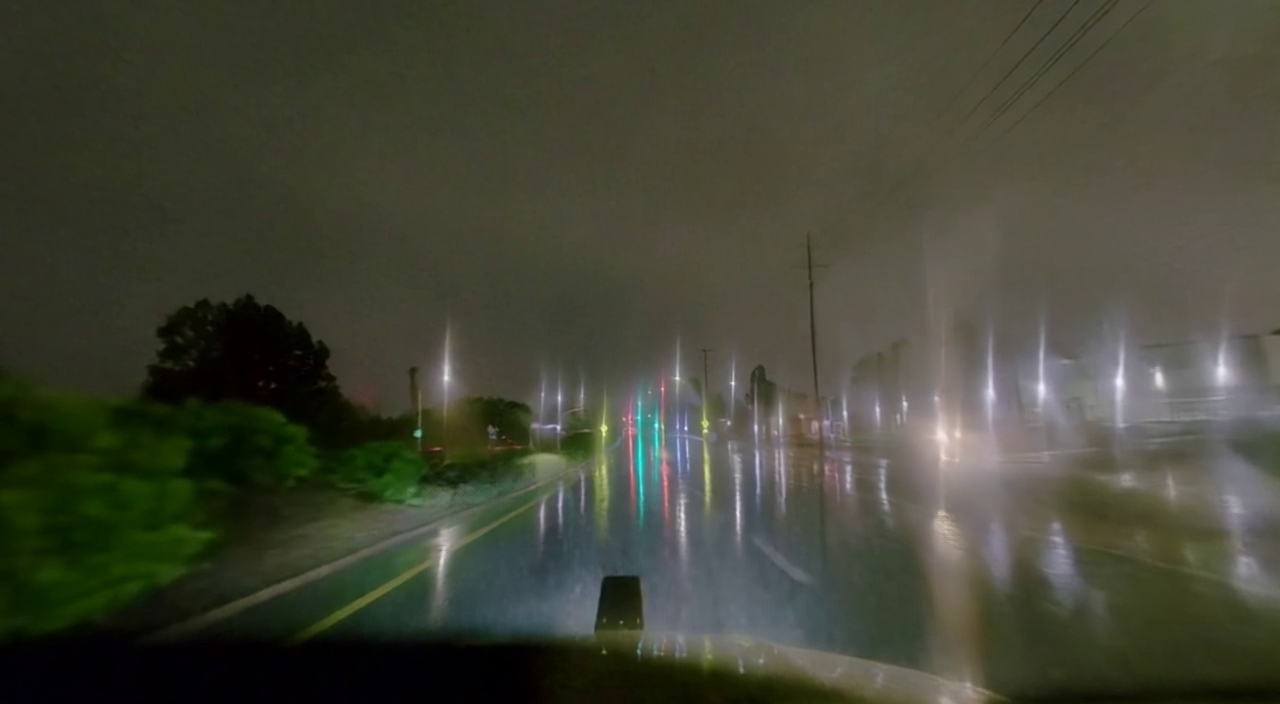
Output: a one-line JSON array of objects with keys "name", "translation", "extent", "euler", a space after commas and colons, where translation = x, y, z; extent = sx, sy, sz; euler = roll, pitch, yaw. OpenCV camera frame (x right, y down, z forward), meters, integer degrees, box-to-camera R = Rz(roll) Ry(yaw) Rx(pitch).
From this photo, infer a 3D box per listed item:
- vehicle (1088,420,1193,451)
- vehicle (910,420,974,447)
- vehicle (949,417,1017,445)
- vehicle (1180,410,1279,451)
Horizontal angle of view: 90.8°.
[{"name": "vehicle", "translation": [28.369, 4.796, 36.047], "extent": [1.868, 1.599, 4.741], "euler": [0, -8, -4]}, {"name": "vehicle", "translation": [23.186, 6.363, 48.763], "extent": [2.206, 1.947, 5.463], "euler": [0, -8, 0]}, {"name": "vehicle", "translation": [26.299, 6.147, 48.749], "extent": [2.212, 2.073, 5.220], "euler": [0, -8, -1]}, {"name": "vehicle", "translation": [33.180, 4.342, 34.473], "extent": [2.264, 2.032, 5.539], "euler": [0, -8, -2]}]
